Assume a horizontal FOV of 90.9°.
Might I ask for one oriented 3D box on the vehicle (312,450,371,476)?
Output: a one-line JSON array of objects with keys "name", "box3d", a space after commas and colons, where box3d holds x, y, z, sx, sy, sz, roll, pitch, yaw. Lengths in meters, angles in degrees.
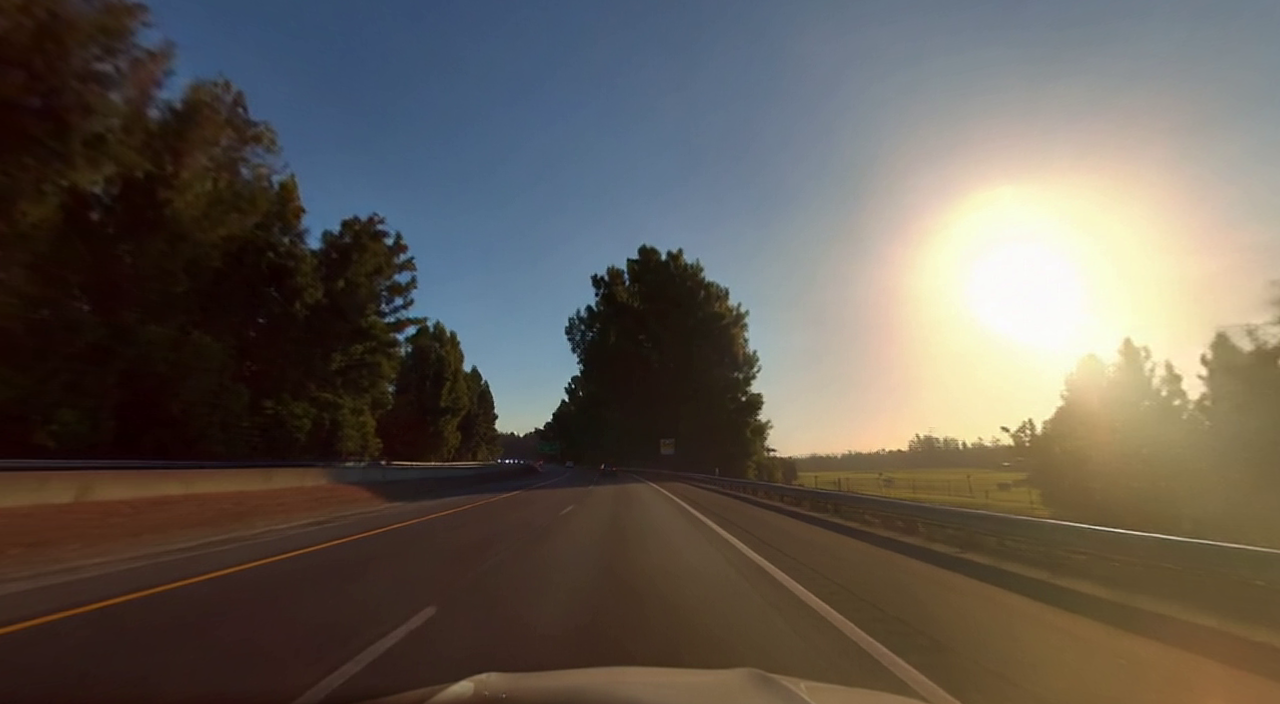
[{"name": "vehicle", "box3d": [-17.840, 6.692, 37.861, 1.755, 1.425, 3.768, 1, -10, -1]}]
